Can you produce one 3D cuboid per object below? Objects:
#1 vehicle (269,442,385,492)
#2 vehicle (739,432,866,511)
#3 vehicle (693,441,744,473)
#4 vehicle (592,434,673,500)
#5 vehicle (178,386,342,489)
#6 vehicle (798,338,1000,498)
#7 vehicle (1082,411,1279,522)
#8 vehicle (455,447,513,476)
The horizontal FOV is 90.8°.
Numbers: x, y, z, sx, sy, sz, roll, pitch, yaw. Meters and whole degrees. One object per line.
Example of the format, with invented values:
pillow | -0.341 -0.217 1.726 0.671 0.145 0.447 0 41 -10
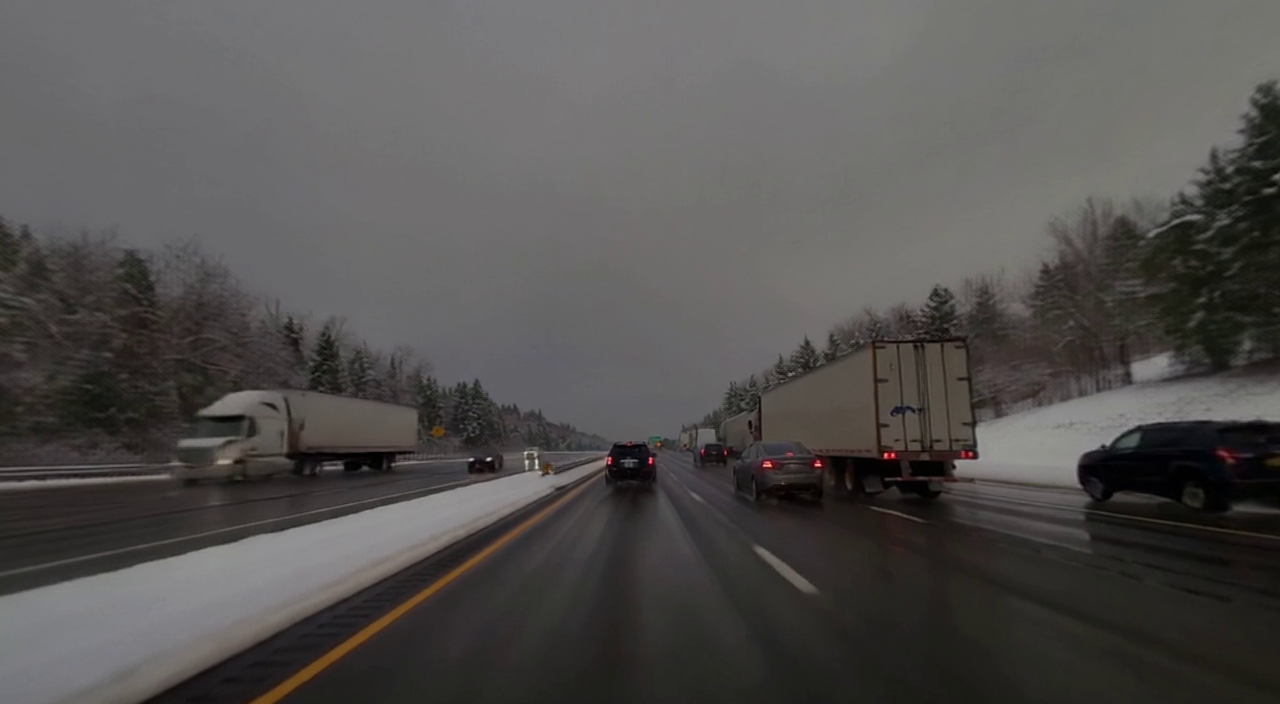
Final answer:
vehicle | -11.866 4.359 24.331 2.044 1.706 4.619 0 -9 0
vehicle | 3.645 2.751 14.902 1.920 1.594 3.867 0 -9 0
vehicle | 4.148 5.648 34.069 2.150 1.632 4.260 0 -9 0
vehicle | -0.173 3.158 17.621 2.023 1.618 3.628 0 -9 1
vehicle | -15.923 3.719 27.125 2.934 3.853 6.135 0 -9 1
vehicle | 7.610 2.295 20.288 2.823 4.063 8.485 0 -9 0
vehicle | 11.834 2.297 13.031 1.966 1.870 4.734 0 -9 1
vehicle | -8.302 5.877 33.963 2.043 1.455 3.840 0 -9 1
